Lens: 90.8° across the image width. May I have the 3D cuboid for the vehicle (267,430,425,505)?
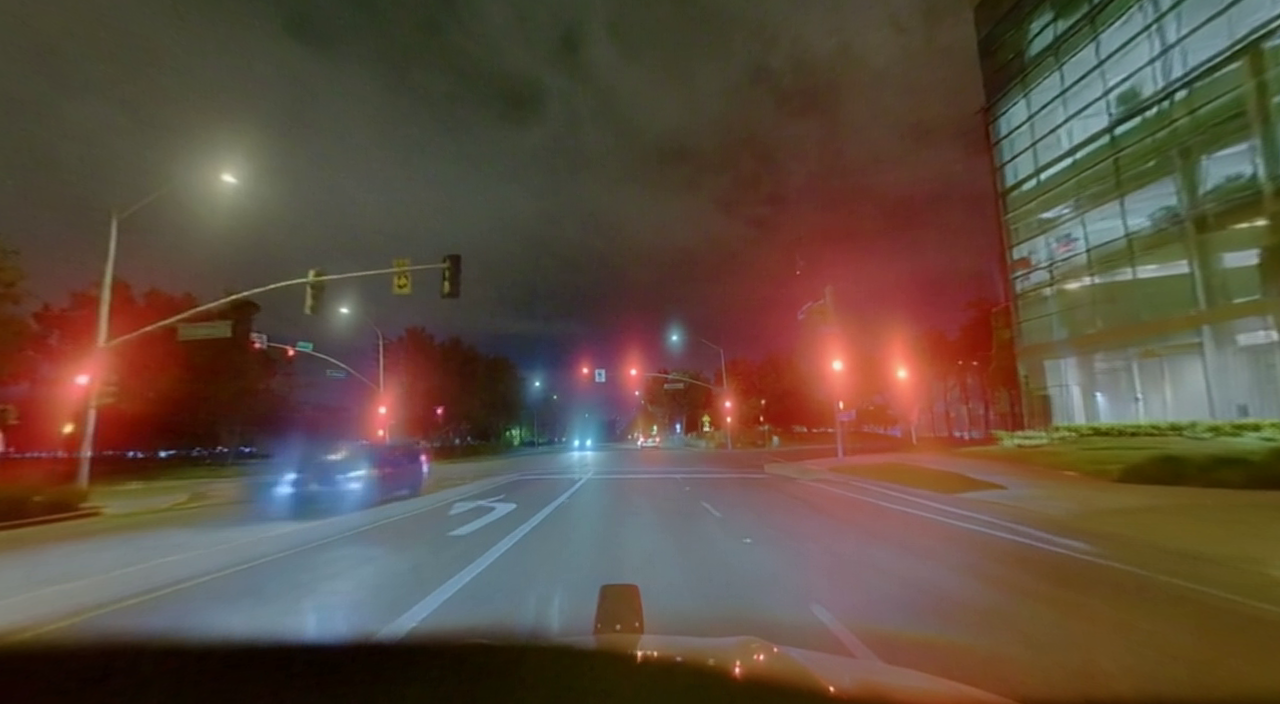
[{"bbox_3d":[-7.526,2.987,16.755,2.165,1.685,4.274,0,-9,-1],"label":"vehicle"}]
